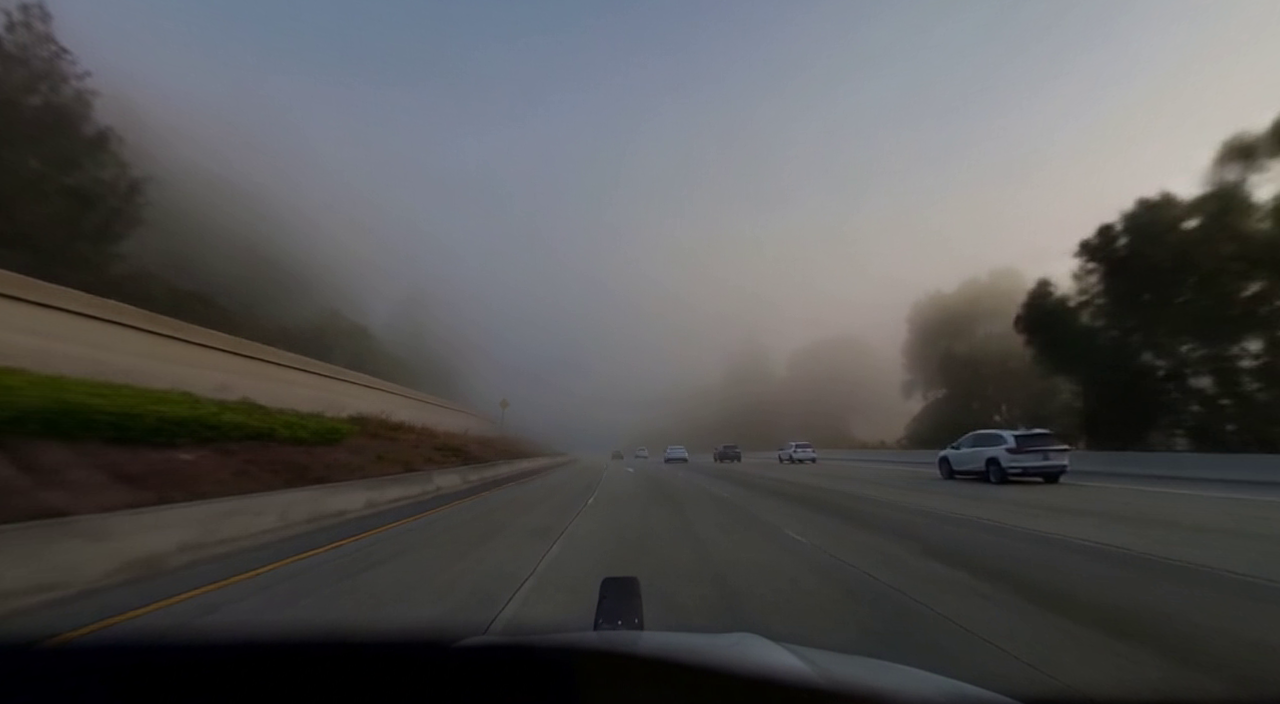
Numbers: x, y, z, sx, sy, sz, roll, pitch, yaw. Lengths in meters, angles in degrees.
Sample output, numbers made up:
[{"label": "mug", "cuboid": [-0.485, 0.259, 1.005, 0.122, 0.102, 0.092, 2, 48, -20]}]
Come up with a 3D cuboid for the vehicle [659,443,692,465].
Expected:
[{"label": "vehicle", "cuboid": [2.476, 7.327, 45.264, 1.934, 1.491, 3.982, 0, -8, -3]}]

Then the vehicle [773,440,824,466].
[{"label": "vehicle", "cuboid": [10.379, 6.635, 41.531, 1.987, 1.546, 4.271, 0, -8, -4]}]

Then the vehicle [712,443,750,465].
[{"label": "vehicle", "cuboid": [6.577, 7.382, 45.946, 1.904, 1.488, 4.299, 0, -8, -3]}]

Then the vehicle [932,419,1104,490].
[{"label": "vehicle", "cuboid": [10.714, 2.947, 18.357, 2.077, 1.763, 4.472, 0, -8, -2]}]
